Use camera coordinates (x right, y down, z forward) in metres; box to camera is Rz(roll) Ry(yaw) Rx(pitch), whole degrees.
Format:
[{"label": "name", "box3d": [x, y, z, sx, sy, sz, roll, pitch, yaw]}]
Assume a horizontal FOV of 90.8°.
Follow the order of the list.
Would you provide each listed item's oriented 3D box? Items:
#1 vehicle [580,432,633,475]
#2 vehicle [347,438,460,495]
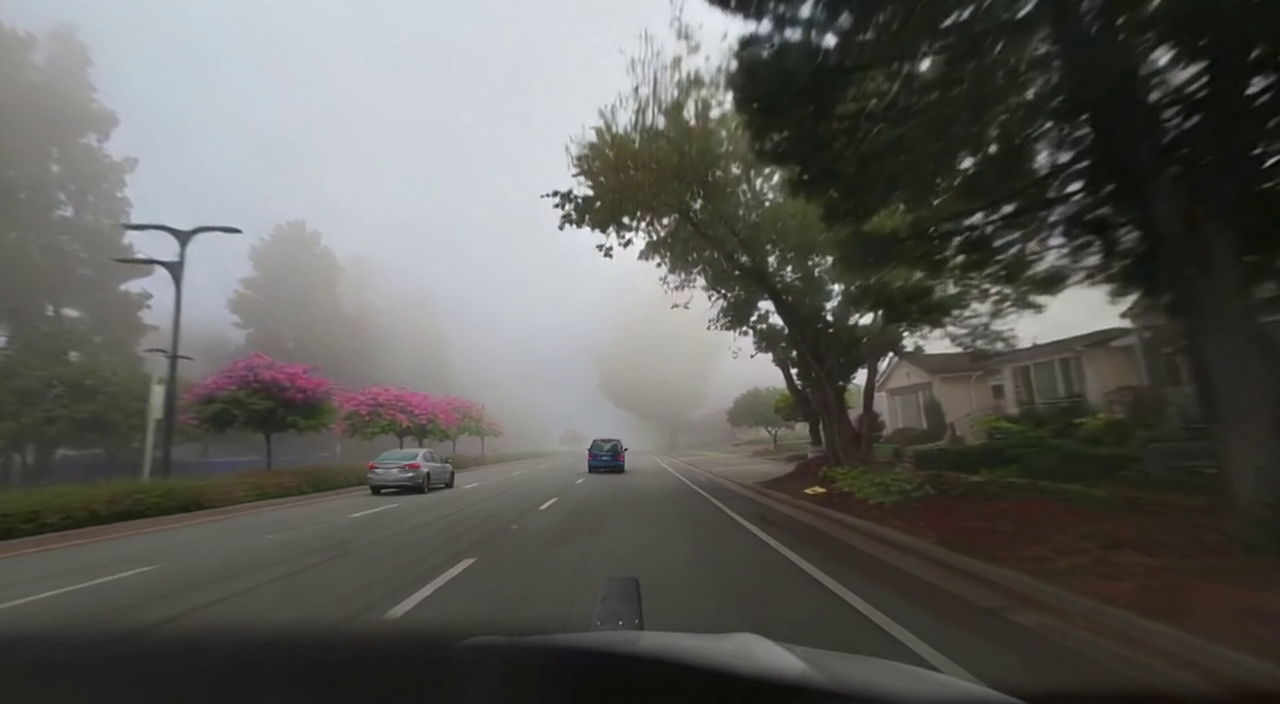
[{"label": "vehicle", "box3d": [-1.438, 4.569, 28.625, 2.070, 1.764, 4.552, -1, -8, 1]}, {"label": "vehicle", "box3d": [-7.611, 3.696, 20.878, 1.993, 1.657, 4.487, -1, -8, 0]}]
